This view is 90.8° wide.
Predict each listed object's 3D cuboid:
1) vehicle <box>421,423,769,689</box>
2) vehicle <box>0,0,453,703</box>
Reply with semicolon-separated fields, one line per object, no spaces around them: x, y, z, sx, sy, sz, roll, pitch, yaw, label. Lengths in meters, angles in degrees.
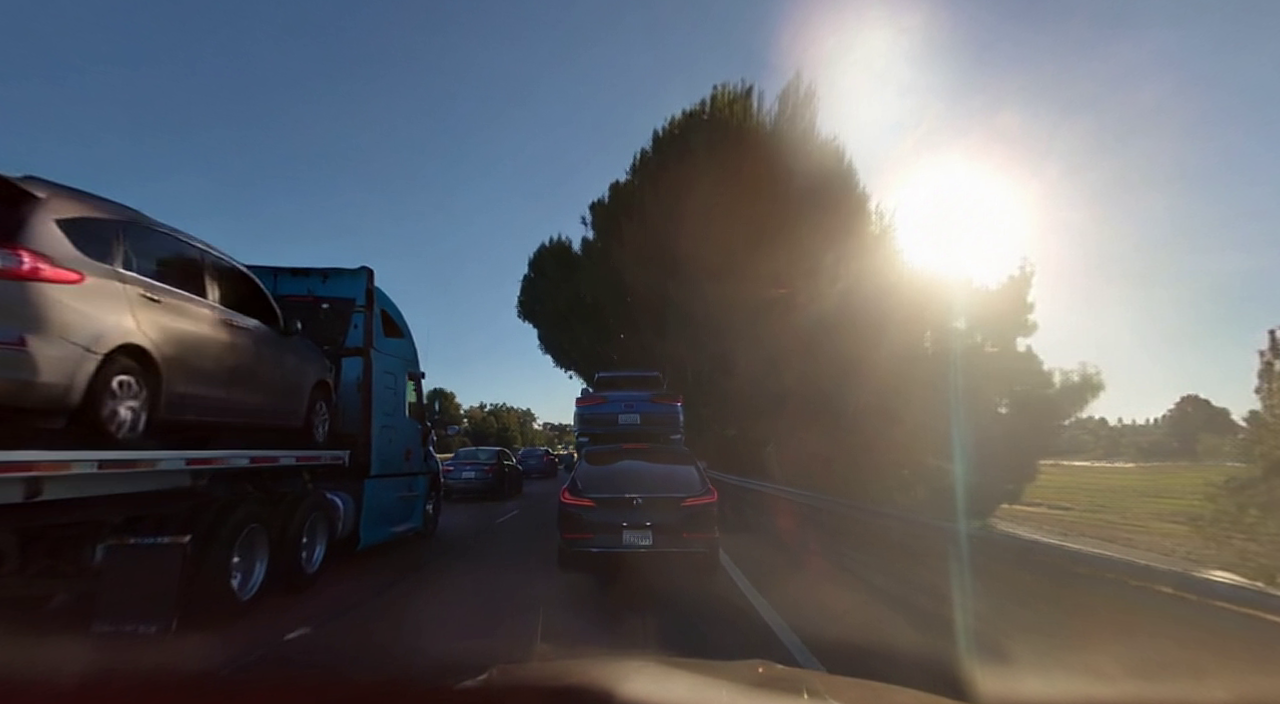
-0.275;1.439;5.404;1.991;1.507;3.391;0;-9;-1;vehicle
-4.549;-0.065;3.365;2.836;4.059;14.286;0;-9;0;vehicle
